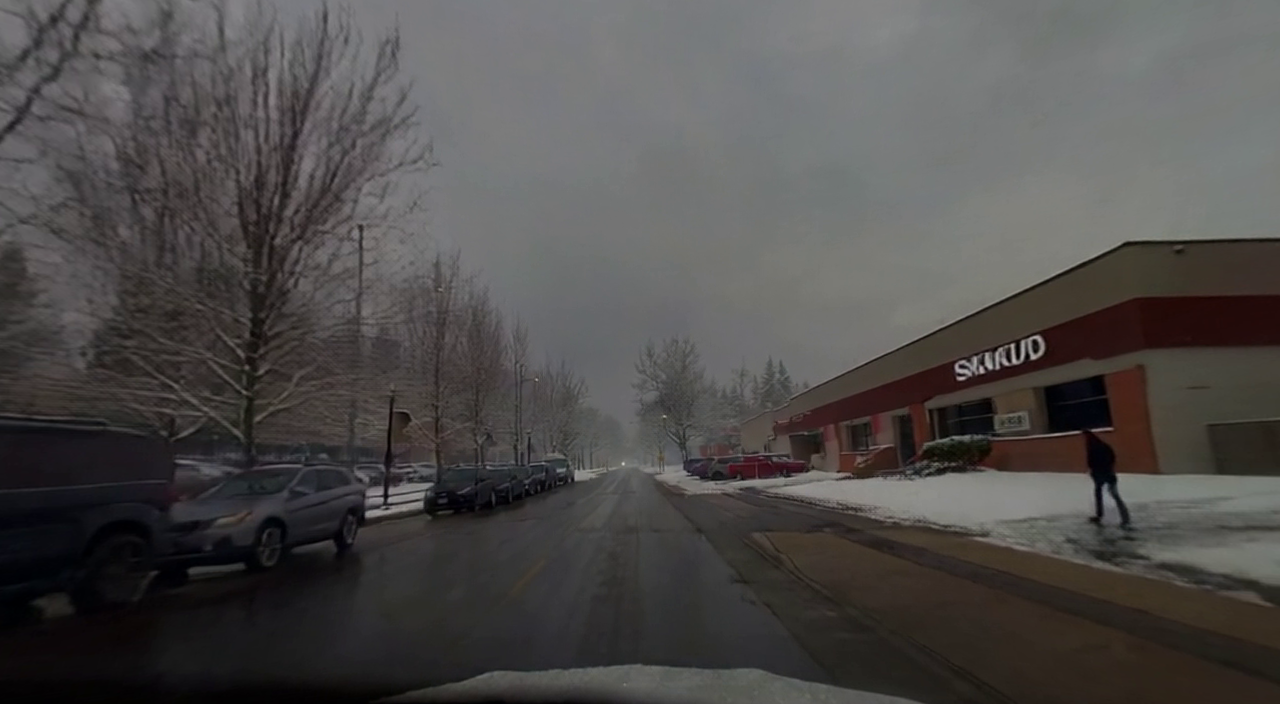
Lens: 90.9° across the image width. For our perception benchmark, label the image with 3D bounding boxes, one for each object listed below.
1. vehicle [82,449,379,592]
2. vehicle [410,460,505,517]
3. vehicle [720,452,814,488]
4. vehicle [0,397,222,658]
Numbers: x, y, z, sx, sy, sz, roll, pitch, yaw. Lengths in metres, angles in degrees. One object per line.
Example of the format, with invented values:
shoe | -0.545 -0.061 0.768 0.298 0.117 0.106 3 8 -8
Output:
vehicle | -5.873 2.446 9.821 1.777 1.687 4.116 1 -11 0
vehicle | -5.889 4.464 20.916 1.832 1.623 4.424 1 -11 0
vehicle | 6.252 5.859 31.348 4.193 1.665 1.924 1 -11 -2
vehicle | -5.997 1.385 5.026 1.990 2.011 4.765 1 -11 0
